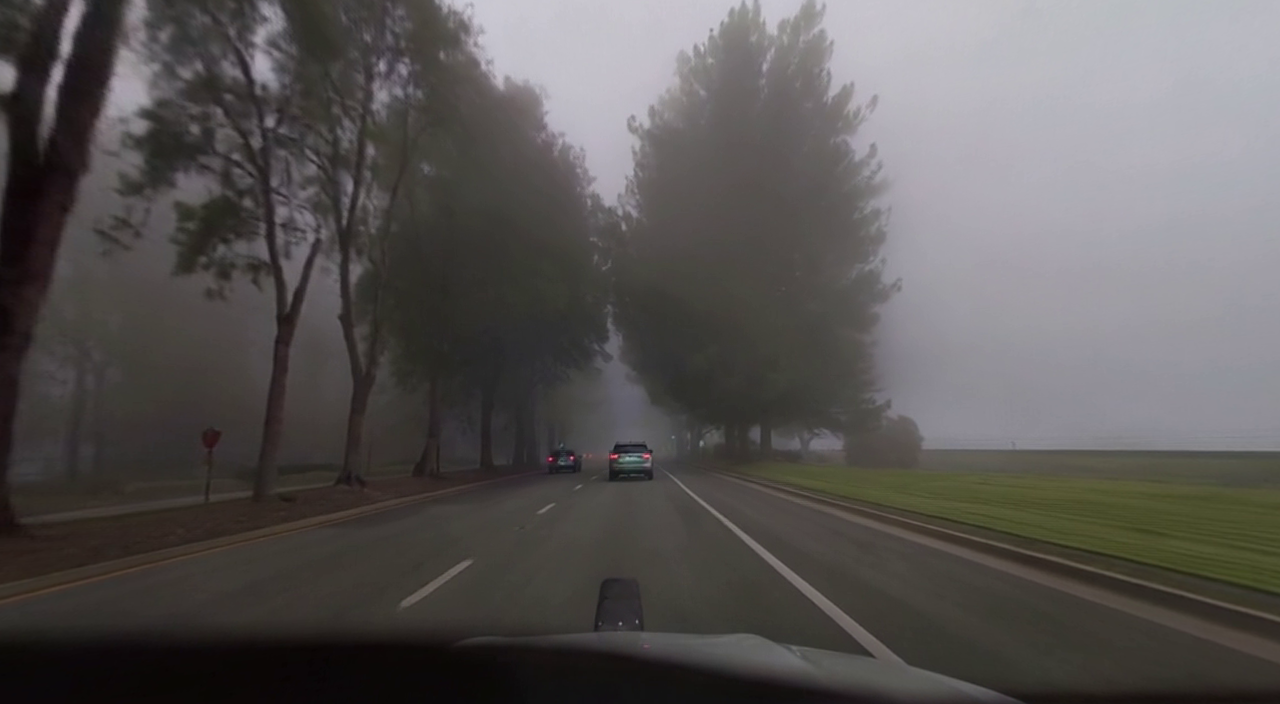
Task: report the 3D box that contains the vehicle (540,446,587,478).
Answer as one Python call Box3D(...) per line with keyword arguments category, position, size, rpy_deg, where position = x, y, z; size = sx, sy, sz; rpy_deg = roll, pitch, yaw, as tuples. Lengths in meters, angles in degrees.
Box3D(category="vehicle", position=(-3.983, 5.821, 33.717), size=(1.936, 1.538, 4.016), rpy_deg=(0, -8, 1))

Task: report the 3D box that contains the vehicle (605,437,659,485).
Box3D(category="vehicle", position=(-0.305, 4.382, 25.668), size=(2.018, 1.769, 3.897), rpy_deg=(0, -8, 0))
